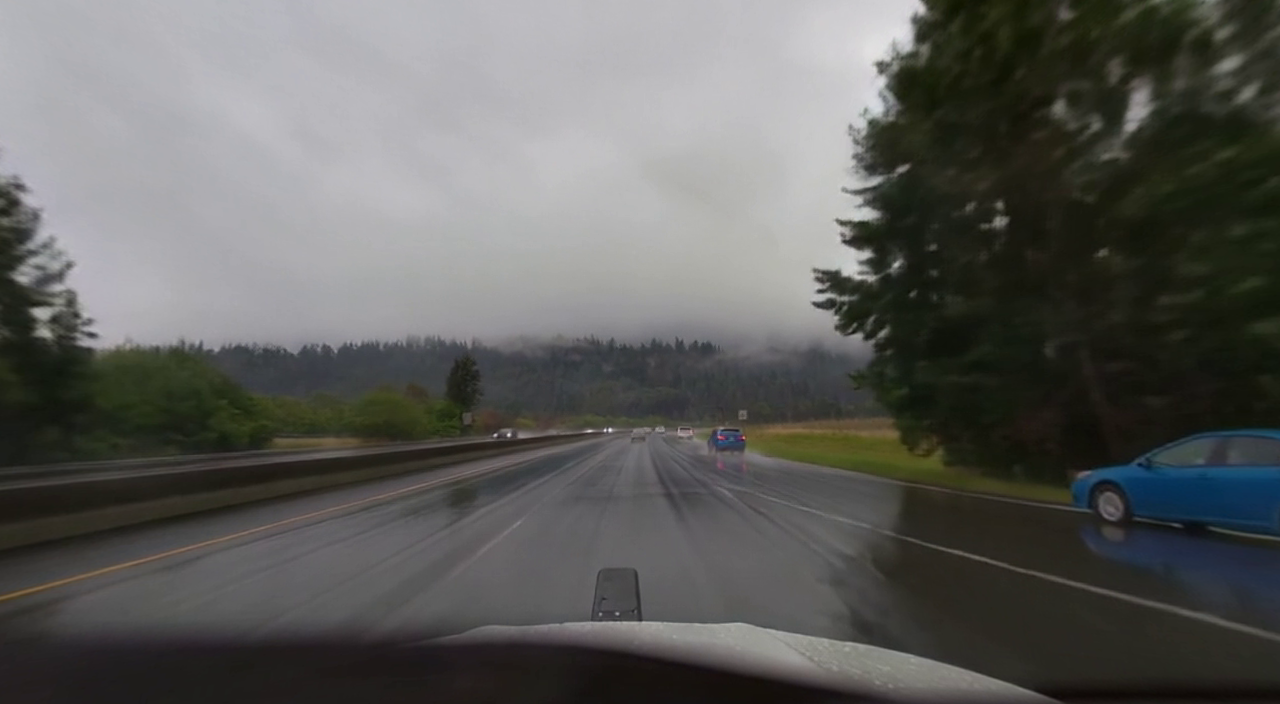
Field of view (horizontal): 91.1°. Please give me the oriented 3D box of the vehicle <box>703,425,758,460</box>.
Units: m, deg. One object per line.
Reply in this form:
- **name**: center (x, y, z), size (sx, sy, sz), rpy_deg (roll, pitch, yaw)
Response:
- **vehicle**: center (4.091, 4.174, 29.111), size (1.765, 1.510, 3.762), rpy_deg (0, -8, -4)

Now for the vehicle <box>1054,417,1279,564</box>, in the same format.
- **vehicle**: center (7.421, 1.491, 7.023), size (1.992, 1.486, 4.406), rpy_deg (2, -8, -13)
